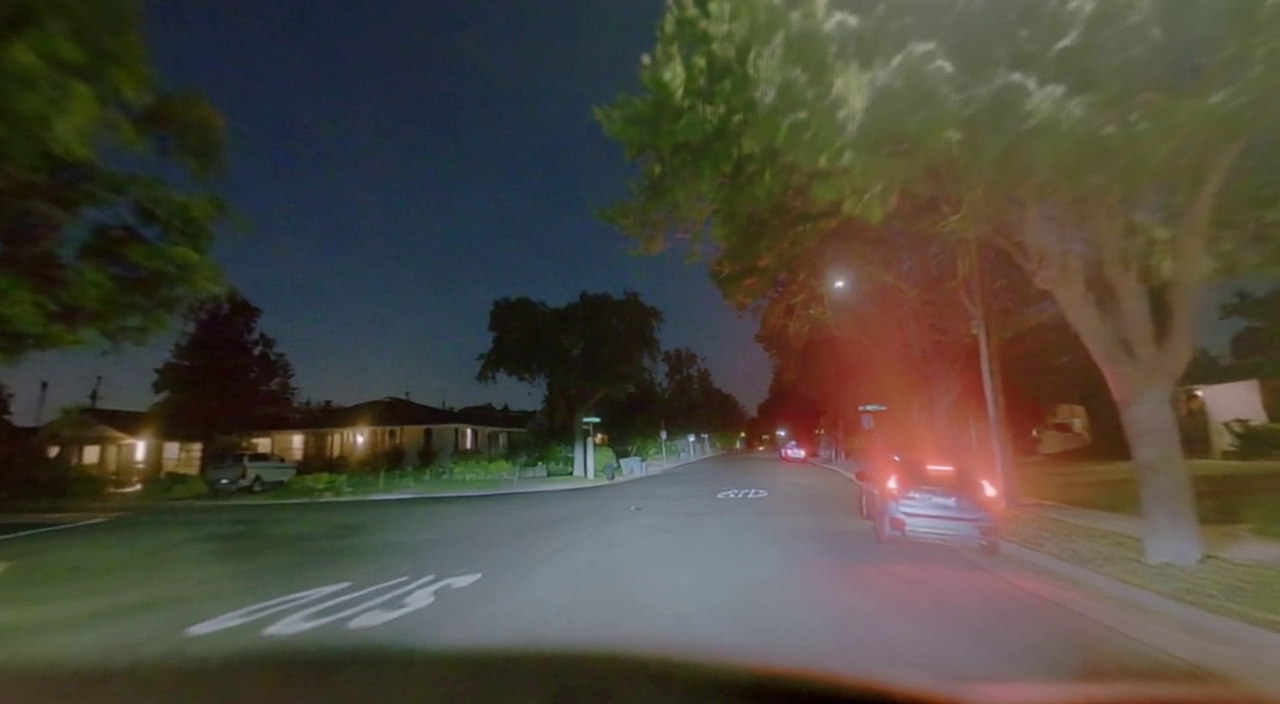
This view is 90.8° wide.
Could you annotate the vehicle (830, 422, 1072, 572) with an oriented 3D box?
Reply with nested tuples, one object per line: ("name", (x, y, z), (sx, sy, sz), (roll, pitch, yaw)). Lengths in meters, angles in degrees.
("vehicle", (4.336, 2.072, 9.754), (2.053, 1.737, 4.375), (-1, -9, 9))

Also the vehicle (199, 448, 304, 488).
("vehicle", (-18.729, 5.592, 30.740), (2.021, 1.798, 4.491), (-1, -9, 3))
